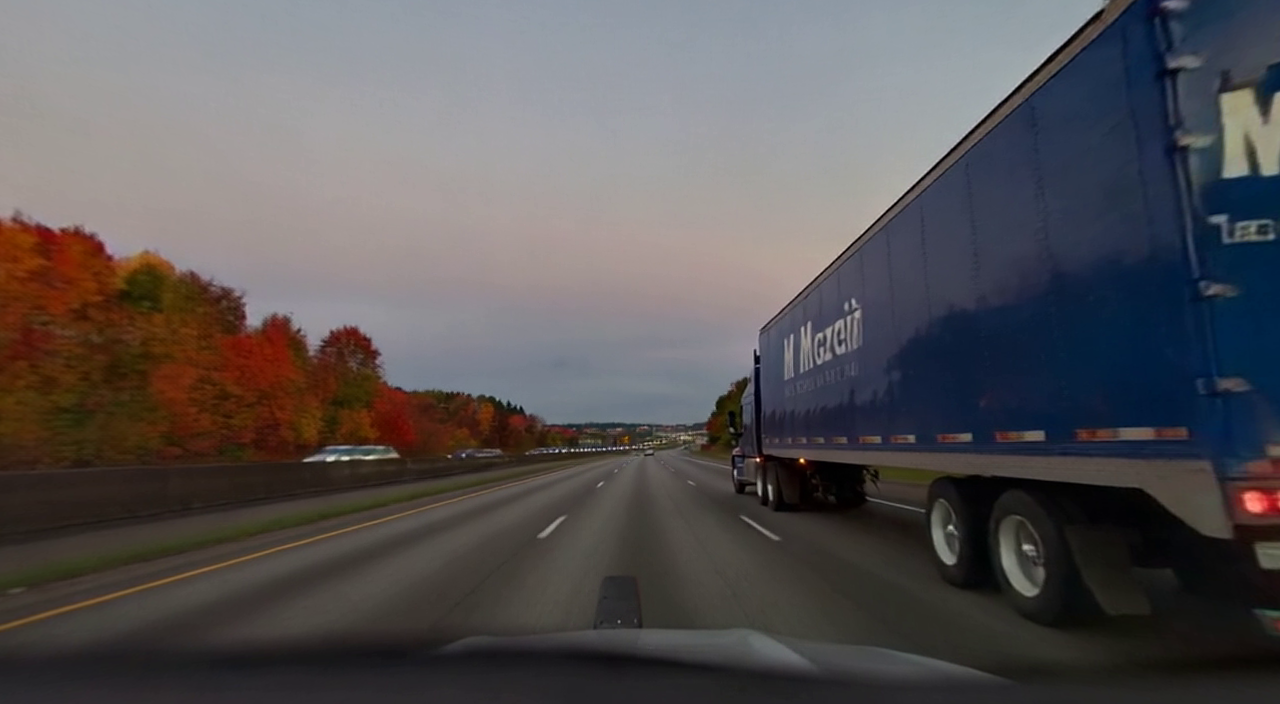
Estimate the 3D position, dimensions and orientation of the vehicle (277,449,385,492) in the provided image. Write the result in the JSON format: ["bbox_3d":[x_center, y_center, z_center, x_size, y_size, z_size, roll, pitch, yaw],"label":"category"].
[{"bbox_3d":[-11.789,4.505,24.264,1.911,1.494,4.303,0,-9,1],"label":"vehicle"}]

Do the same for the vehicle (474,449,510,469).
[{"bbox_3d":[-11.351,8.224,48.401,1.810,1.461,3.796,0,-9,1],"label":"vehicle"}]

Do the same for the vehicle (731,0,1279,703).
[{"bbox_3d":[4.119,0.817,9.753,3.003,3.880,16.814,0,-9,0],"label":"vehicle"}]
